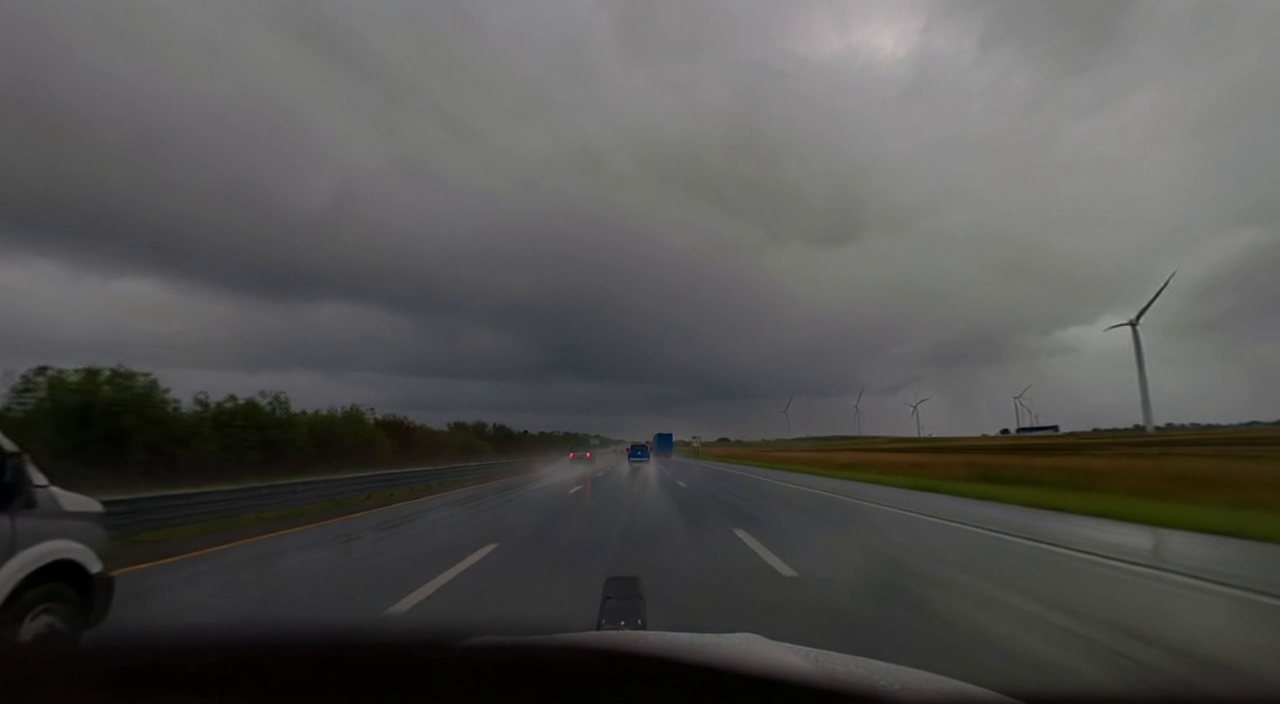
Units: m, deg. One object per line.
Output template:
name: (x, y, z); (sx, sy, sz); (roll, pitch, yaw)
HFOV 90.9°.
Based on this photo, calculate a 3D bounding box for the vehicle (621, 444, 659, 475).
vehicle: (-0.008, 6.202, 36.615); (2.083, 1.689, 4.083); (0, -9, 0)

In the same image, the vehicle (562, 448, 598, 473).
vehicle: (-3.901, 7.182, 41.908); (1.984, 1.491, 4.341); (0, -9, 0)
